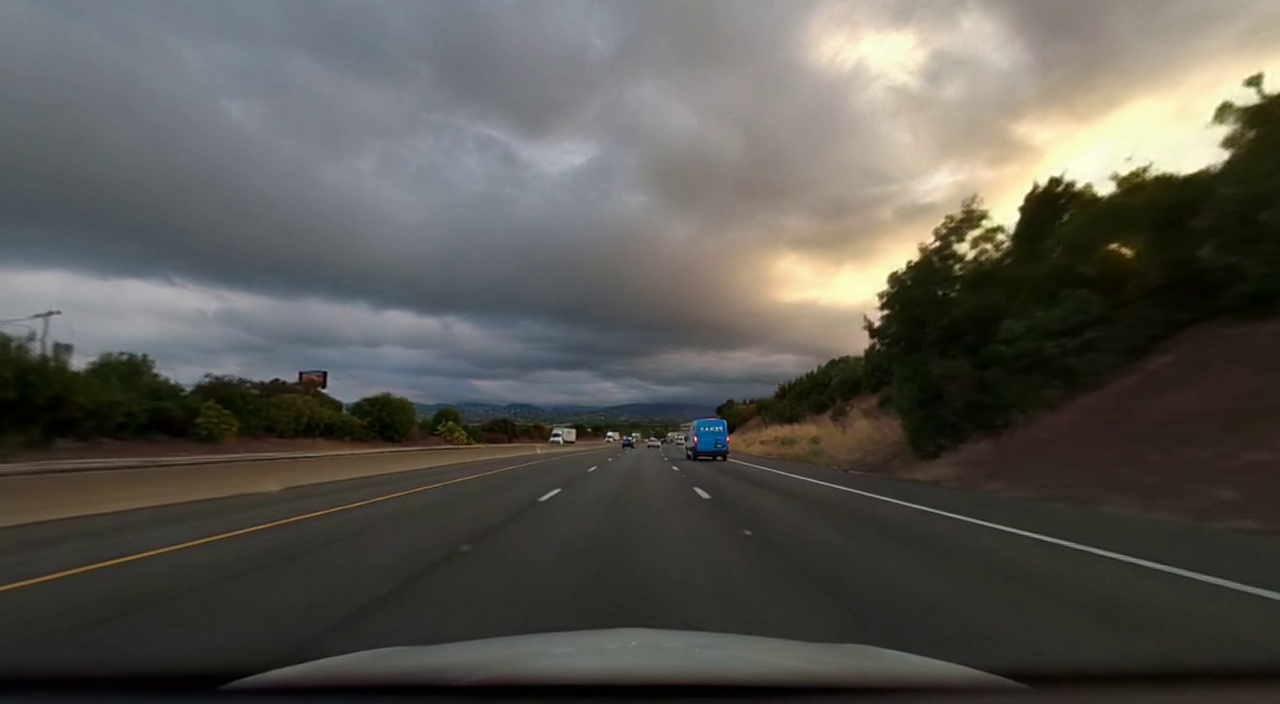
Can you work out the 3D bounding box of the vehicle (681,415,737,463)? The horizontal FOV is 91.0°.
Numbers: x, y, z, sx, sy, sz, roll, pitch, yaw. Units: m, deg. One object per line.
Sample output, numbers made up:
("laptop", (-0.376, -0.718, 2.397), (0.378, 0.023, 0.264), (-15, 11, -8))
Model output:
("vehicle", (3.899, 5.096, 36.794), (2.485, 2.562, 5.535), (0, -8, -1))
